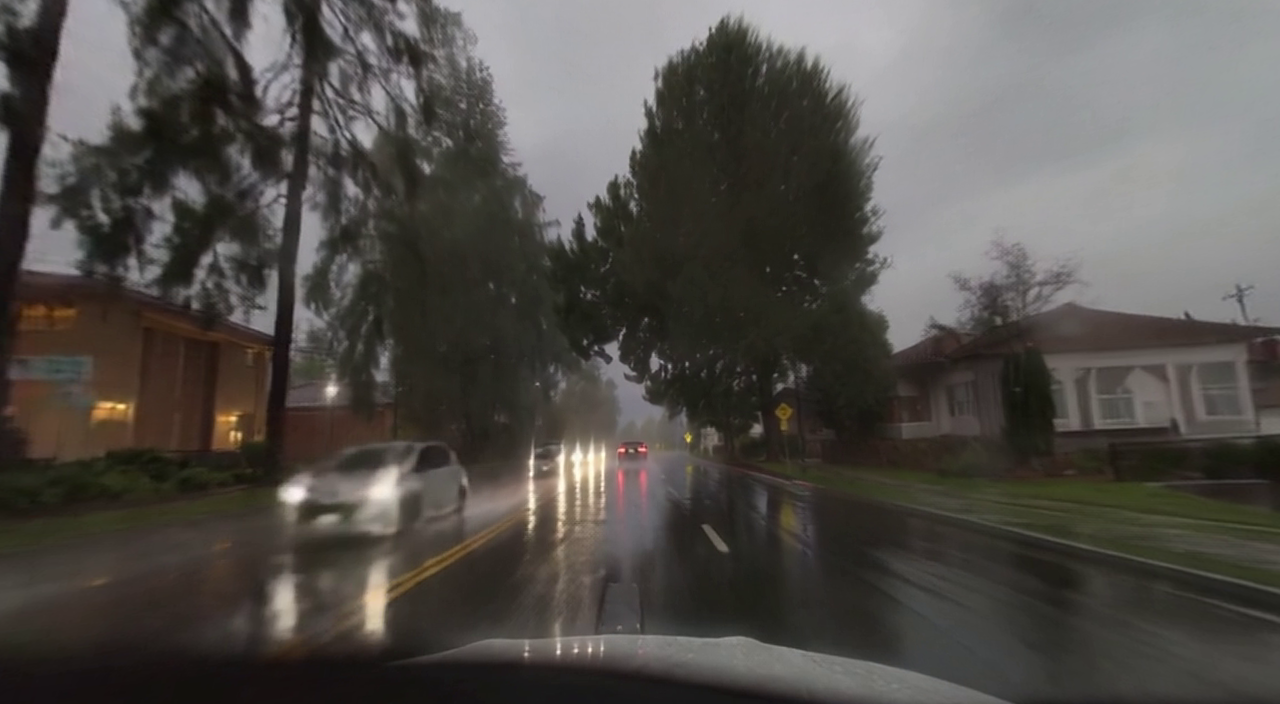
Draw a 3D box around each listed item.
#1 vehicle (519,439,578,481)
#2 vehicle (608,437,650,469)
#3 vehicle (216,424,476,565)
[{"bbox_3d":[-4.070,4.902,28.879,1.977,1.729,4.625,-1,-9,0],"label":"vehicle"},{"bbox_3d":[-0.640,6.552,41.228,2.554,1.902,5.329,-1,-9,0],"label":"vehicle"},{"bbox_3d":[-4.165,2.063,9.889,2.115,1.638,4.098,-2,-9,0],"label":"vehicle"}]
